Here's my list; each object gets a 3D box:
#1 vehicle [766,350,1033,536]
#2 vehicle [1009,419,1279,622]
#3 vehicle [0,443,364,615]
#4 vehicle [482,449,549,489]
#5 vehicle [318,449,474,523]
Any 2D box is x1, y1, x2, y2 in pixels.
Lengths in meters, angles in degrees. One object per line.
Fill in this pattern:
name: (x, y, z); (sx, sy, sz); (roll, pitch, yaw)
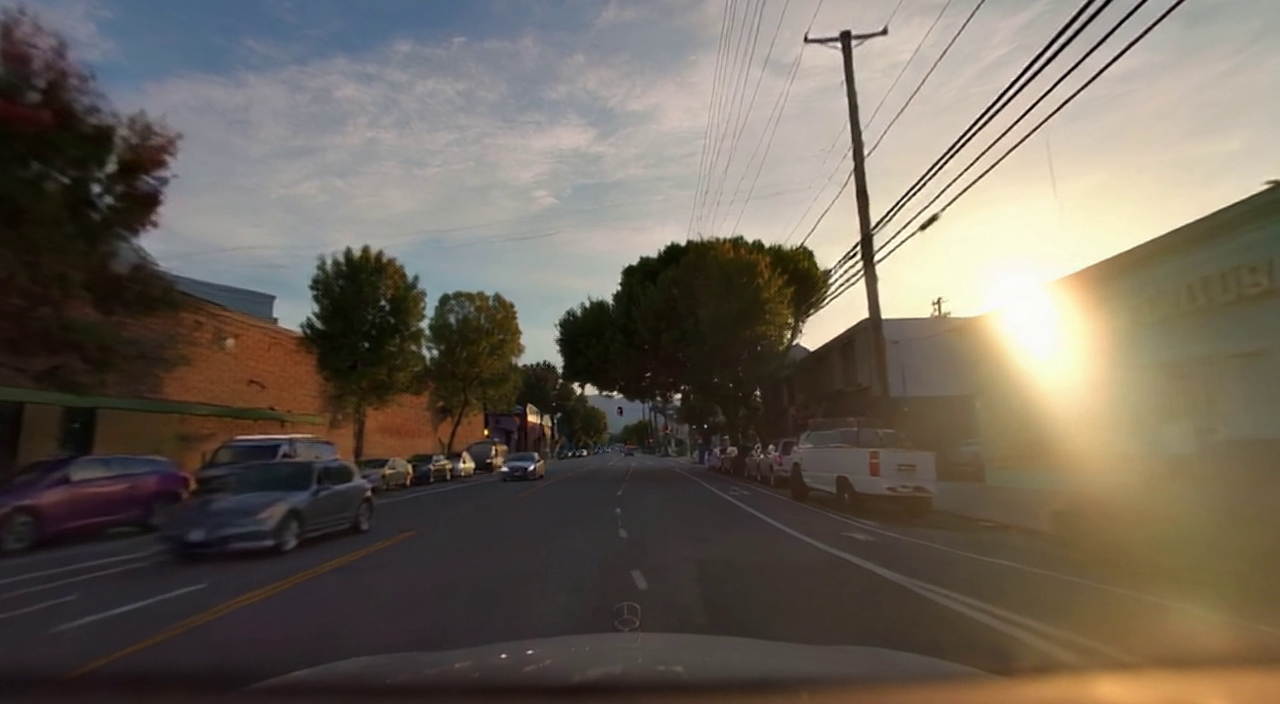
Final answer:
vehicle: (5.250, 2.135, 14.801); (2.815, 3.203, 7.558); (0, -9, -1)
vehicle: (6.091, 1.521, 6.122); (1.963, 1.646, 4.204); (1, -9, -10)
vehicle: (-5.334, 1.924, 7.896); (1.807, 1.494, 4.464); (0, -9, -1)
vehicle: (-5.086, 4.820, 26.387); (1.925, 1.479, 4.444); (0, -9, 0)
vehicle: (-5.558, 3.083, 15.119); (1.845, 1.469, 4.413); (-1, -9, 2)
